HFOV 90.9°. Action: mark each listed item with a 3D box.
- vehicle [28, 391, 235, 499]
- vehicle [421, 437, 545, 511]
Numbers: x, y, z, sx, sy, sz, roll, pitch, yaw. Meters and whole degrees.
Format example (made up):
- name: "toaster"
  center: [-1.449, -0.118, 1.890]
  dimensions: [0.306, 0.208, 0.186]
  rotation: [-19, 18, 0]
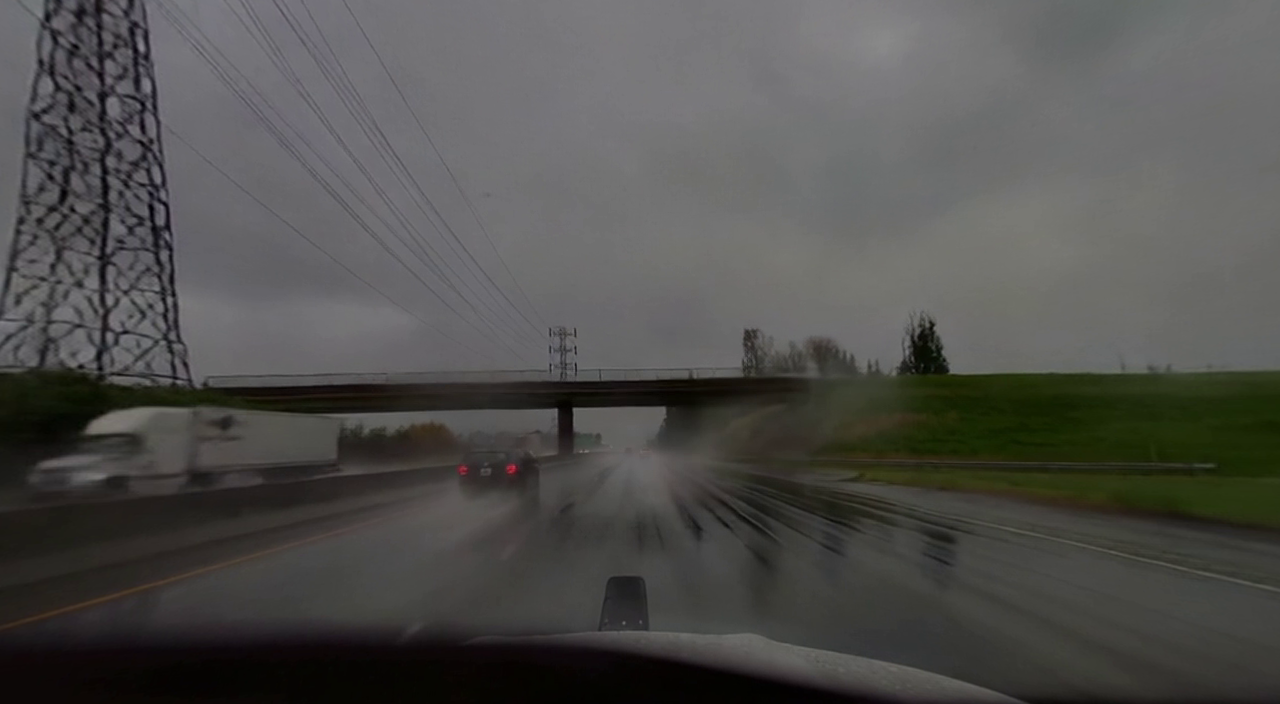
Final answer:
- name: "vehicle"
  center: [-20.037, 3.766, 25.488]
  dimensions: [2.990, 3.801, 6.155]
  rotation: [0, -9, 0]
- name: "vehicle"
  center: [-3.648, 2.913, 15.491]
  dimensions: [1.924, 1.550, 4.165]
  rotation: [0, -9, 1]
